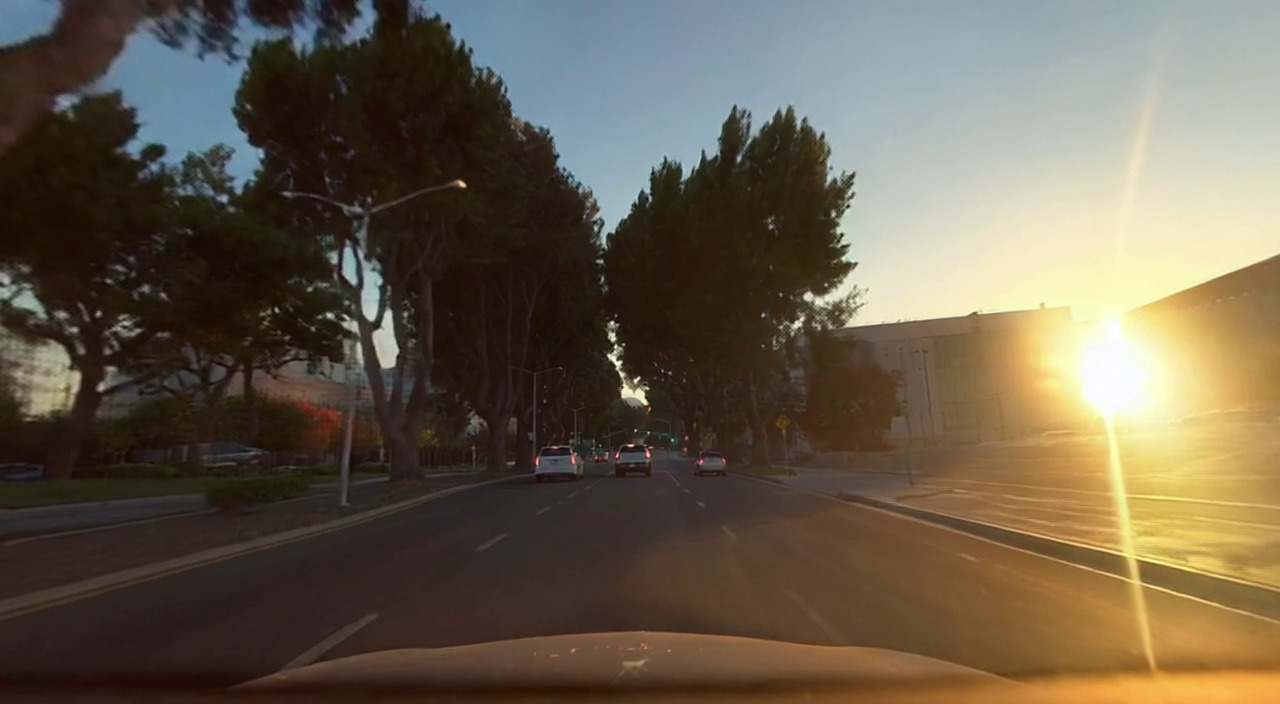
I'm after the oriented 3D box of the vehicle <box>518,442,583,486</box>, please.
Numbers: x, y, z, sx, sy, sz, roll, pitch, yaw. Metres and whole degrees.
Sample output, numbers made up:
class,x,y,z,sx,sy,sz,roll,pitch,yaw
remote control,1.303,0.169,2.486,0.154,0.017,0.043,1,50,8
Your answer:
class,x,y,z,sx,sy,sz,roll,pitch,yaw
vehicle,-3.731,4.761,27.108,2.047,1.710,4.314,0,-8,2

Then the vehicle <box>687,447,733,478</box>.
class,x,y,z,sx,sy,sz,roll,pitch,yaw
vehicle,3.630,5.795,33.368,1.847,1.554,4.052,0,-8,-1

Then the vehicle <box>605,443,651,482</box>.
class,x,y,z,sx,sy,sz,roll,pitch,yaw
vehicle,-0.503,5.167,29.850,2.022,1.700,4.084,0,-8,1

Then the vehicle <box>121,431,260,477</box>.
class,x,y,z,sx,sy,sz,roll,pitch,yaw
vehicle,-32.341,7.492,46.085,2.768,3.022,9.215,-1,-10,4
